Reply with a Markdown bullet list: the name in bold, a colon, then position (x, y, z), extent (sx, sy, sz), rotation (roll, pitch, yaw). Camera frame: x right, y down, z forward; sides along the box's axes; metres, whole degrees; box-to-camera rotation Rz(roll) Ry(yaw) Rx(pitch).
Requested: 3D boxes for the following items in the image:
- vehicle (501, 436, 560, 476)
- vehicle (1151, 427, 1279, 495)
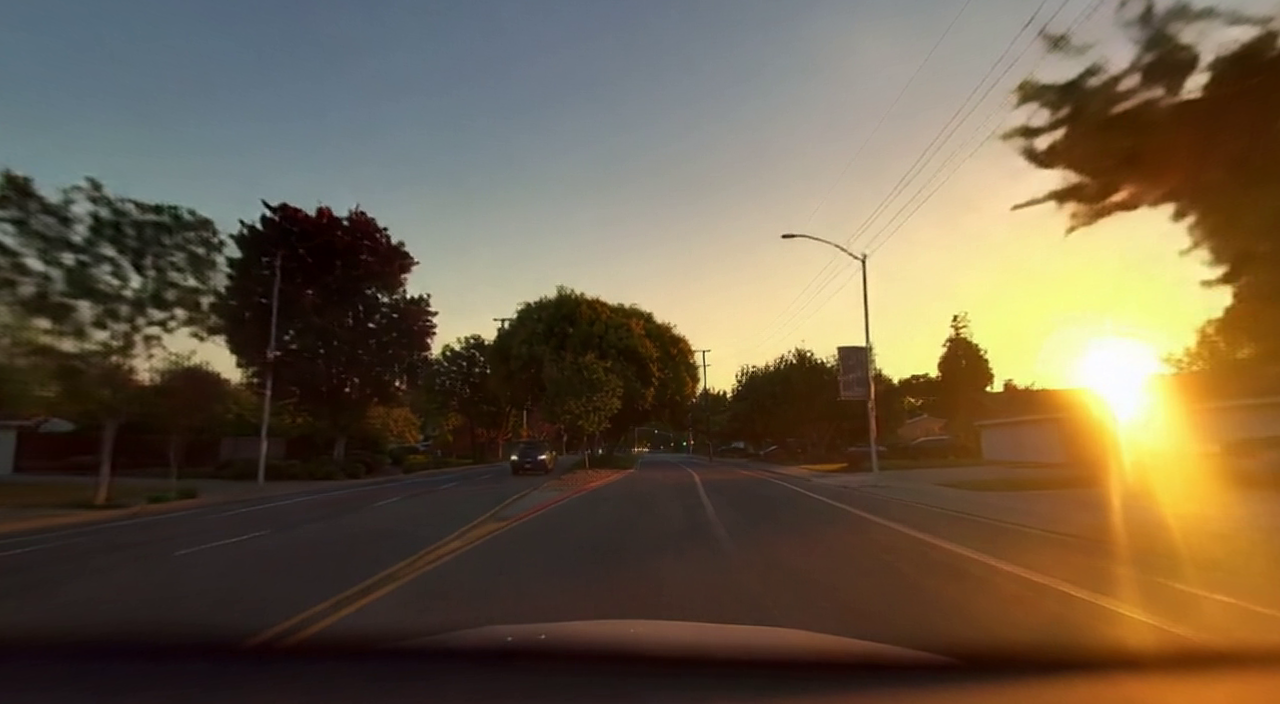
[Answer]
- **vehicle**: position (-5.210, 5.037, 30.640), extent (2.128, 1.753, 4.516), rotation (0, -9, -1)
- **vehicle**: position (15.635, 2.682, 15.702), extent (1.901, 1.547, 4.411), rotation (0, -9, -4)
